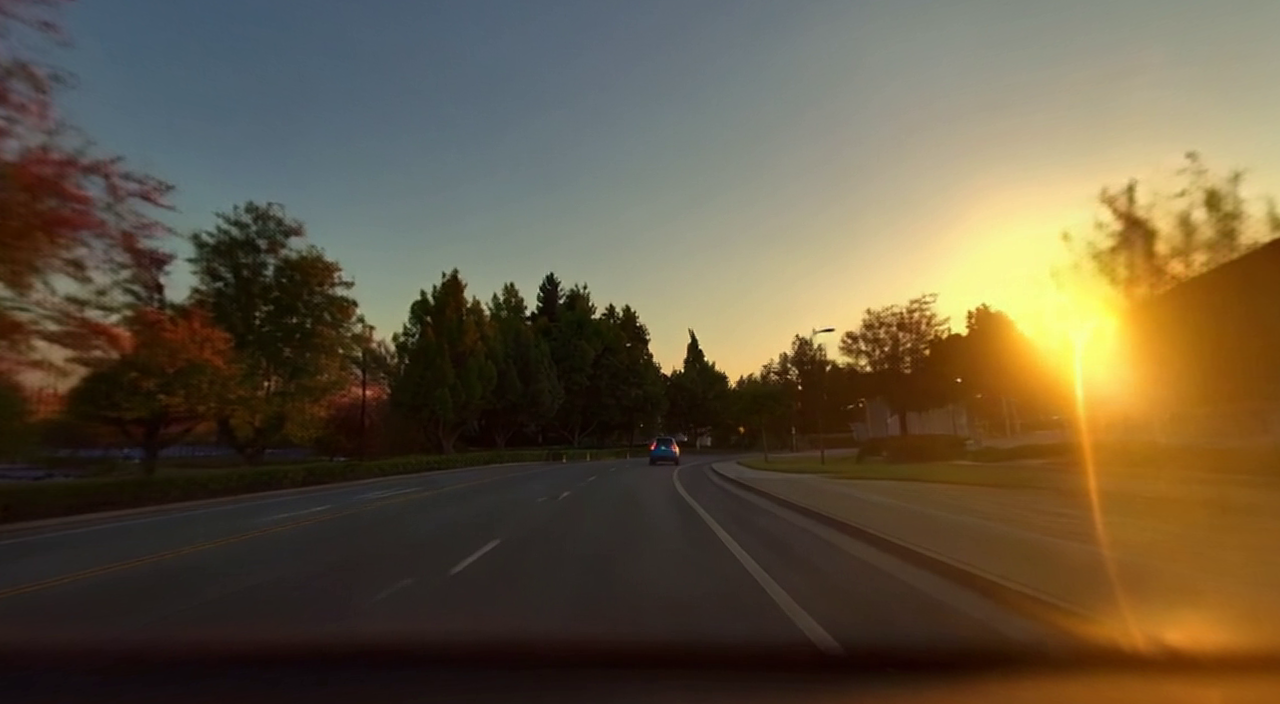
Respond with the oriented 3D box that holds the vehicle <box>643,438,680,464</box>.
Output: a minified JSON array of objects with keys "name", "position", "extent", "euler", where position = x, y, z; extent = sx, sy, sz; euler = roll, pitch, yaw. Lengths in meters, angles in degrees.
[{"name":"vehicle","position":[1.601,7.108,45.394],"extent":[2.370,1.781,4.440],"euler":[-1,-9,6]}]
